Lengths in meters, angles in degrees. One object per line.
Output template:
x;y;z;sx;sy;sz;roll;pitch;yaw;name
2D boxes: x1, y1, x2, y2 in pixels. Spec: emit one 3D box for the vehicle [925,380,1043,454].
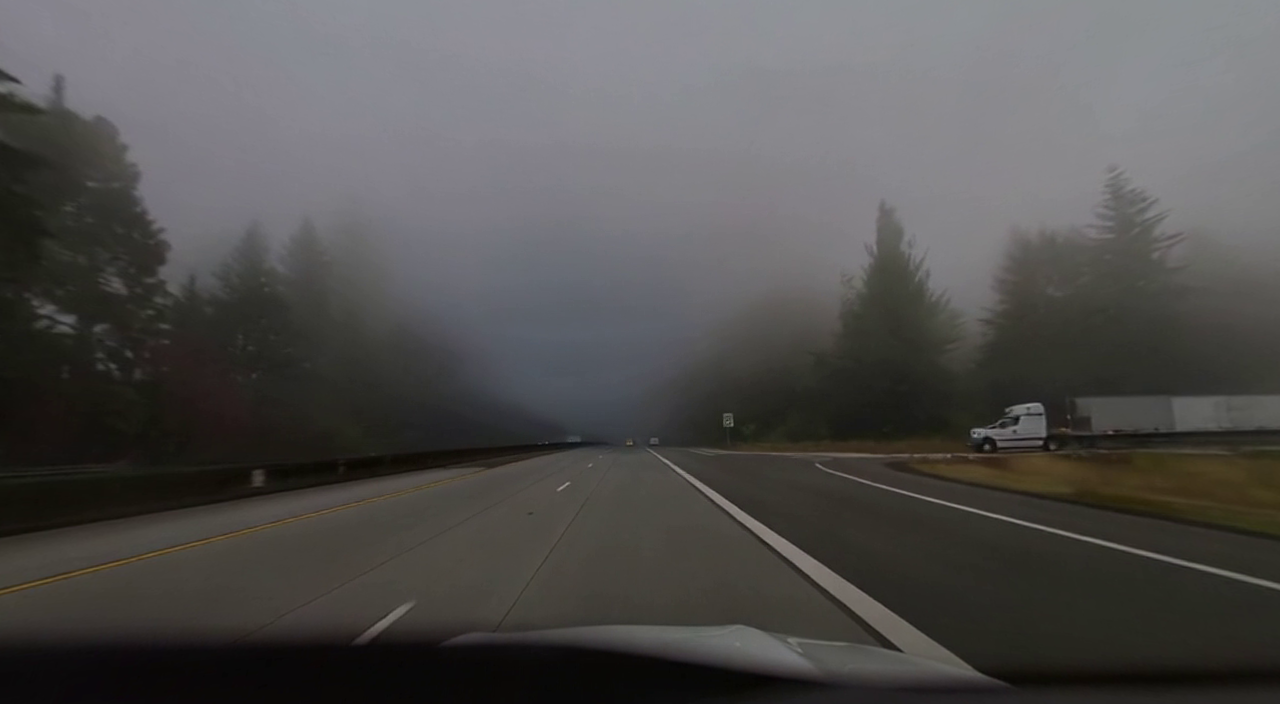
20.073;3.920;37.269;2.963;3.988;5.894;1;-8;-7;vehicle
